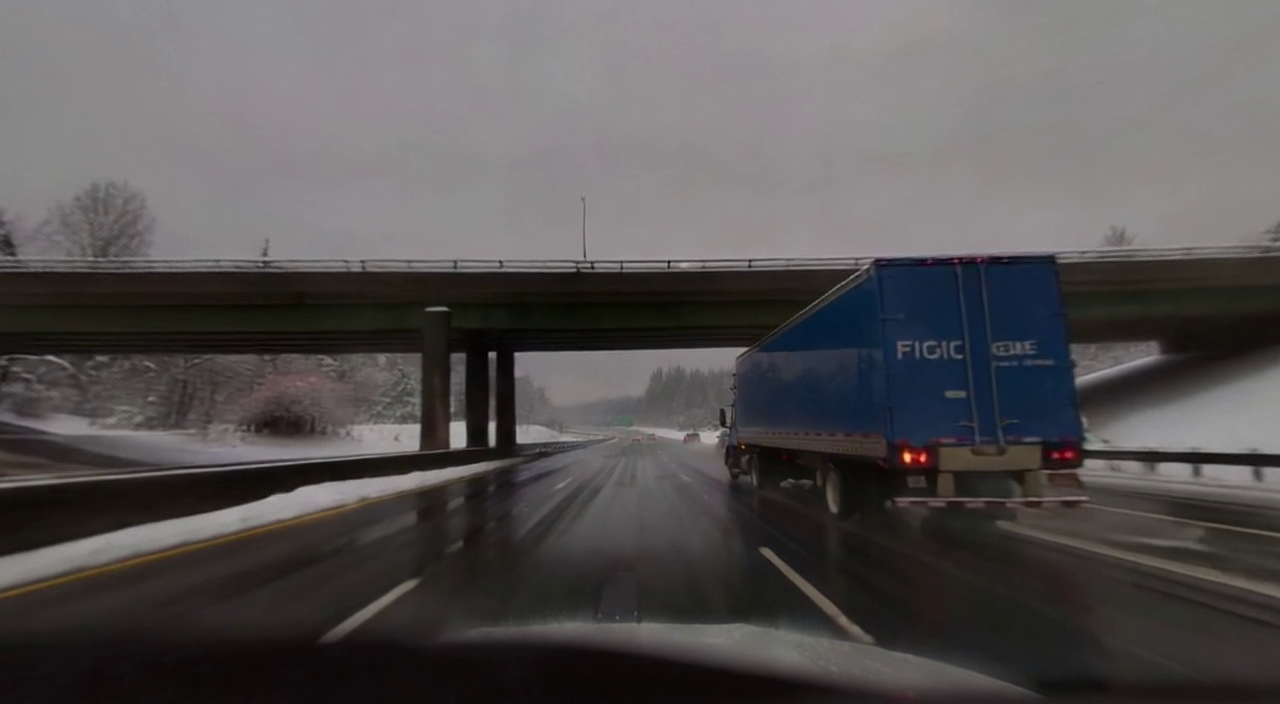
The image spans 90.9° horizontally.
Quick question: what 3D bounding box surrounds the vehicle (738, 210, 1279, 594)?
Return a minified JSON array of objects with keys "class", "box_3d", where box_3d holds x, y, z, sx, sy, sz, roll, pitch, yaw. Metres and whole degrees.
[{"class":"vehicle","box_3d":[4.088,1.100,11.055,2.849,3.391,11.018,0,-8,-1]}]
